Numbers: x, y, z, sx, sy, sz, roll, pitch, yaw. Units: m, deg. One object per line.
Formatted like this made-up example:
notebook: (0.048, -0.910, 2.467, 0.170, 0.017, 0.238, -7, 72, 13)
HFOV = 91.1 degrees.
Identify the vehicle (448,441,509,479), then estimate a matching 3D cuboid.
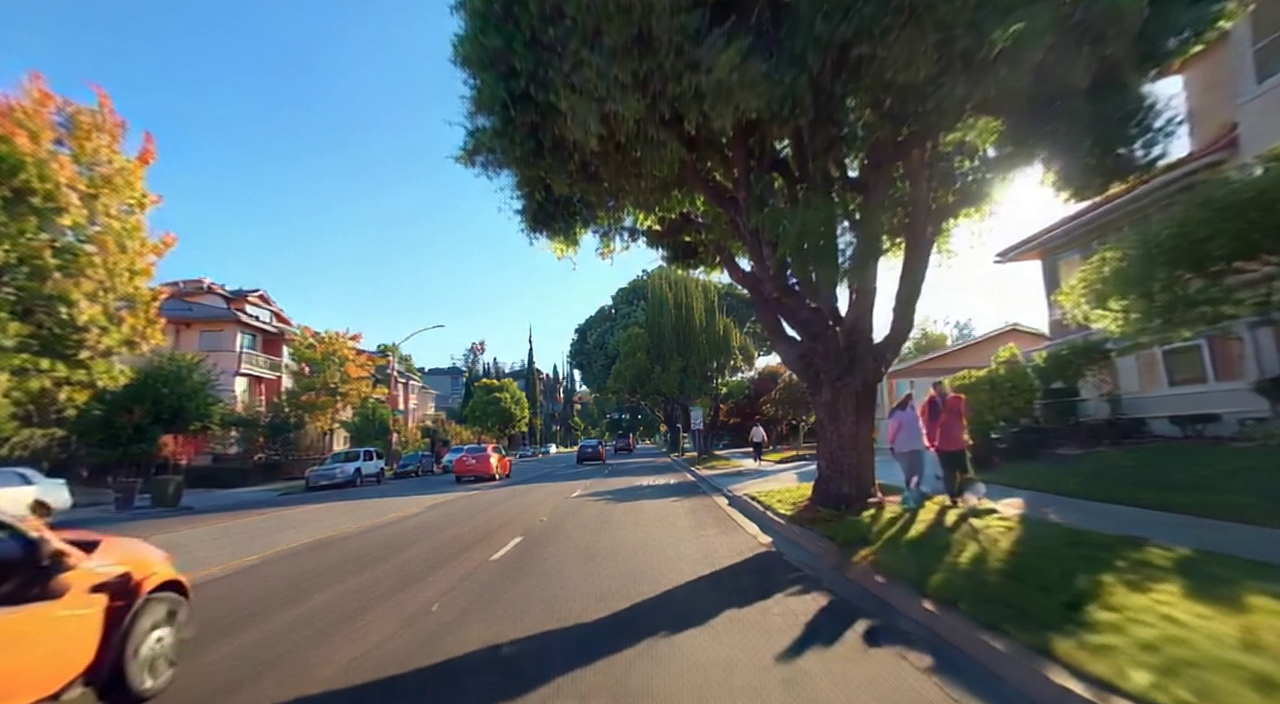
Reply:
vehicle: (-8.884, 5.946, 34.934, 2.019, 1.907, 4.697, 0, -8, 1)

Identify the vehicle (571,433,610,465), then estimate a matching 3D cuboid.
vehicle: (-2.939, 5.825, 37.842, 1.908, 1.809, 4.230, 0, -8, 1)

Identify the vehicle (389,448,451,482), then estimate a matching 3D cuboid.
vehicle: (-12.101, 6.207, 34.870, 1.910, 1.462, 4.581, -3, -7, -2)

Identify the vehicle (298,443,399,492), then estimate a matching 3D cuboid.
vehicle: (-12.042, 4.753, 26.377, 1.904, 1.728, 4.997, 2, -8, -1)
